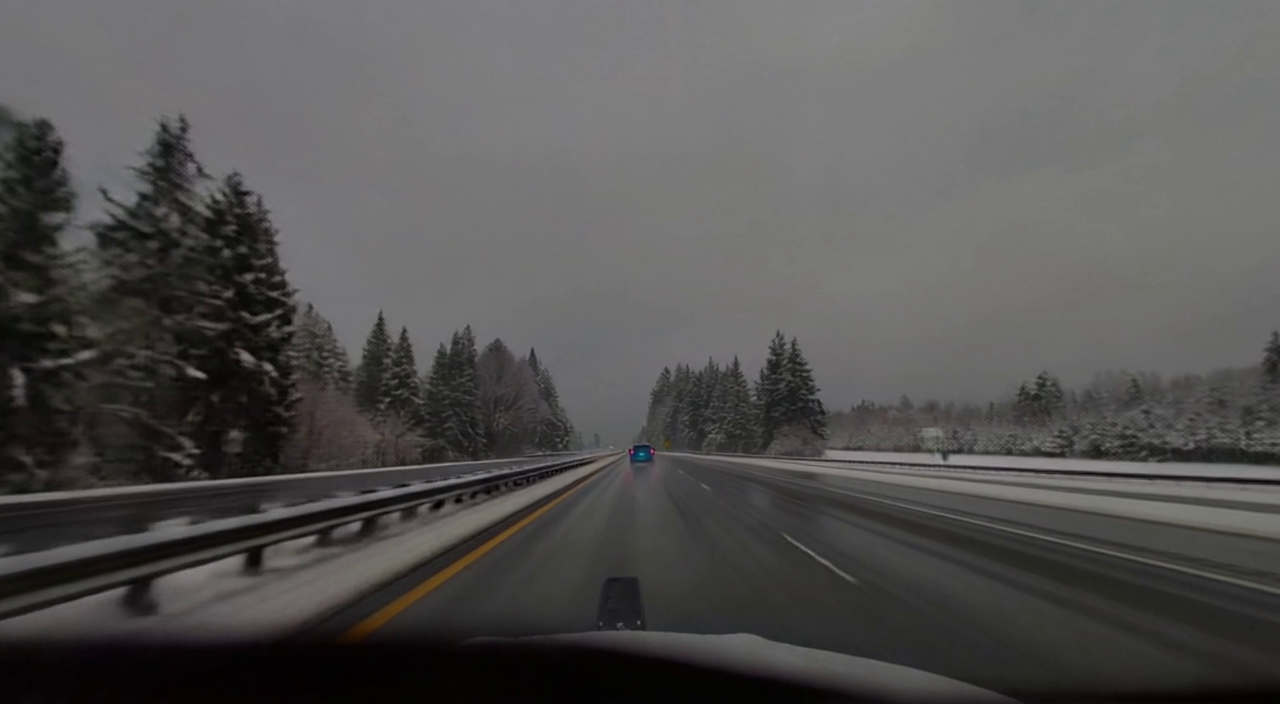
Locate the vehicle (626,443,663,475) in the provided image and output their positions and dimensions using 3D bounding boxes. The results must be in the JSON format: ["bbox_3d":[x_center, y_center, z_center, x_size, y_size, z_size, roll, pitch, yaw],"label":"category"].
[{"bbox_3d":[0.233,5.918,35.093,1.987,1.658,3.620,0,-9,0],"label":"vehicle"}]
